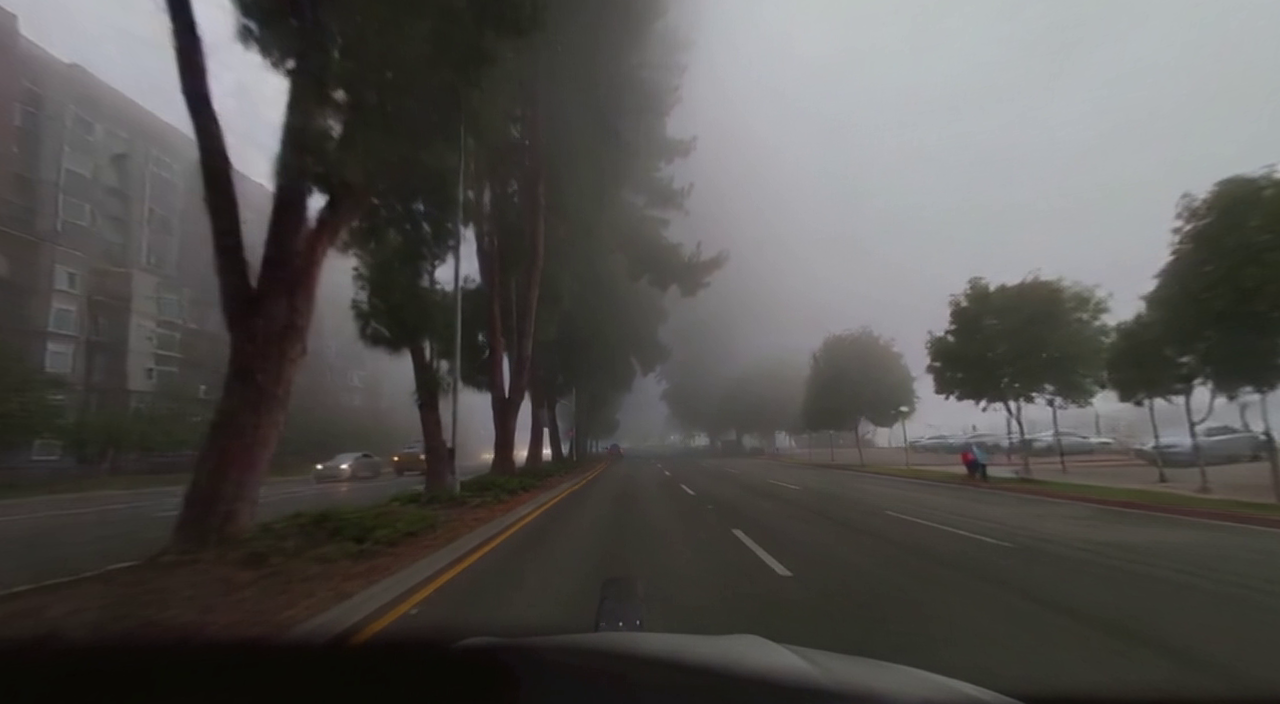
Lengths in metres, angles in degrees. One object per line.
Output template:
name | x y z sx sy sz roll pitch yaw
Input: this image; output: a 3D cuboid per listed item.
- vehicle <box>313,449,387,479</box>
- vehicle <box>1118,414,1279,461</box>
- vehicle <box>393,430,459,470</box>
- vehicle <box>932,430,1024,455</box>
vehicle | -16.067 6.188 35.301 1.966 1.523 4.555 0 -9 0
vehicle | 22.553 3.422 25.208 5.320 1.722 2.651 2 -9 -14
vehicle | -15.997 7.376 47.710 2.725 2.768 6.120 -1 -9 1
vehicle | 21.854 5.886 41.022 4.739 1.569 2.097 -1 -9 3
